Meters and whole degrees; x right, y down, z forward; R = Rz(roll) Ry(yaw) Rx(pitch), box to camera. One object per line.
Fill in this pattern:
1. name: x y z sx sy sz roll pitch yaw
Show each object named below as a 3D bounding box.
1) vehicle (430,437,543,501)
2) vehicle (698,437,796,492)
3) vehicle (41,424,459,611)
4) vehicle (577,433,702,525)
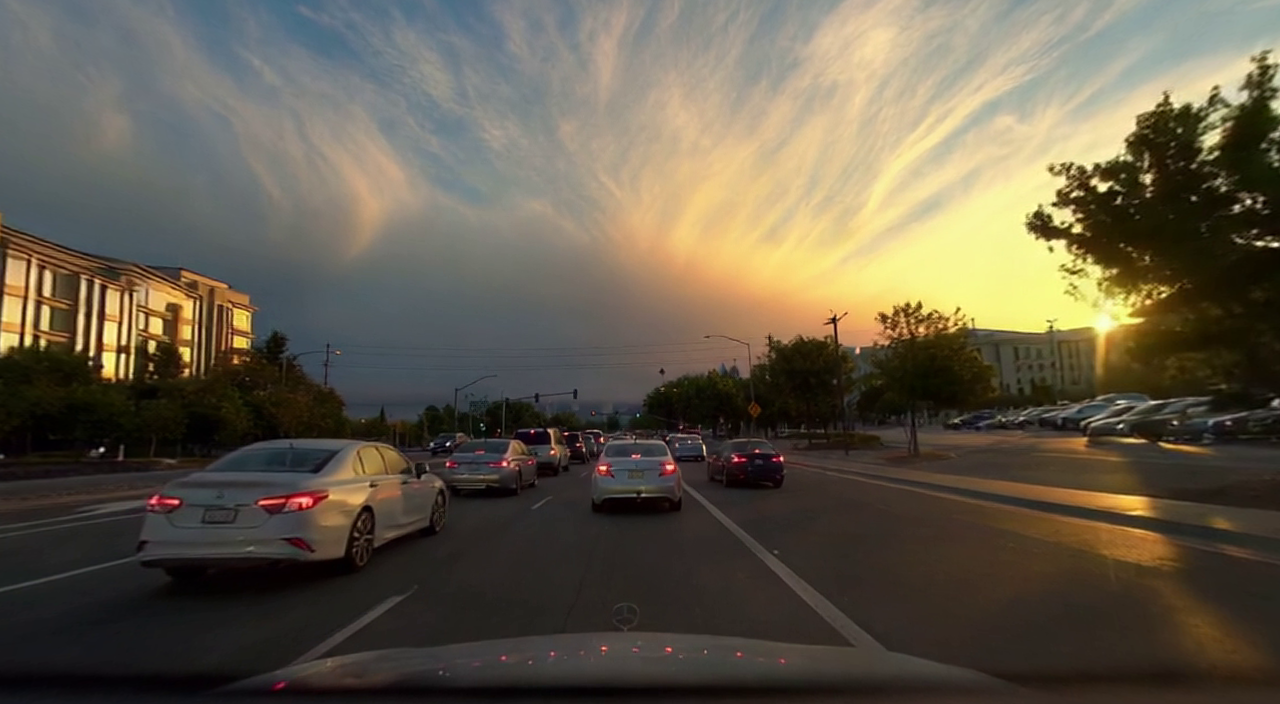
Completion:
1. vehicle: -3.883 3.031 16.813 1.985 1.467 4.224 0 -8 0
2. vehicle: 3.054 3.315 19.047 1.978 1.452 4.381 0 -8 -3
3. vehicle: -3.749 1.646 7.278 2.052 1.475 4.341 0 -8 0
4. vehicle: -0.086 2.352 12.283 2.007 1.467 4.059 0 -8 -2
